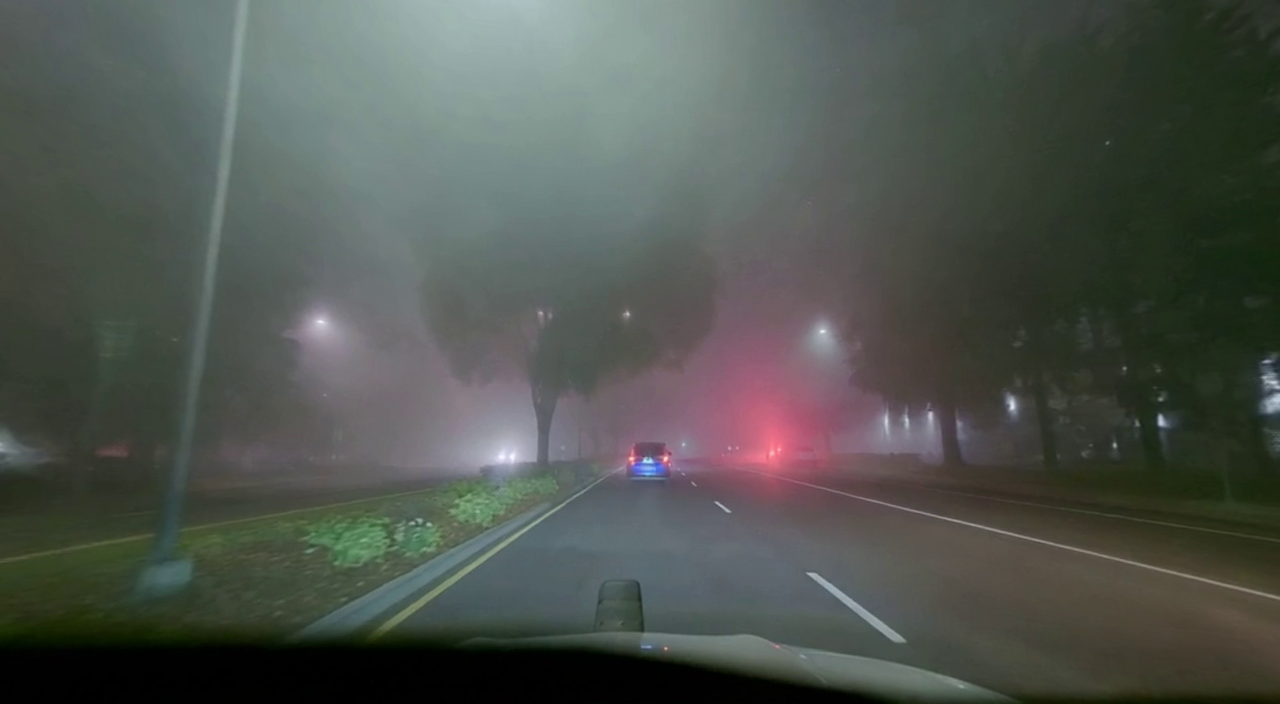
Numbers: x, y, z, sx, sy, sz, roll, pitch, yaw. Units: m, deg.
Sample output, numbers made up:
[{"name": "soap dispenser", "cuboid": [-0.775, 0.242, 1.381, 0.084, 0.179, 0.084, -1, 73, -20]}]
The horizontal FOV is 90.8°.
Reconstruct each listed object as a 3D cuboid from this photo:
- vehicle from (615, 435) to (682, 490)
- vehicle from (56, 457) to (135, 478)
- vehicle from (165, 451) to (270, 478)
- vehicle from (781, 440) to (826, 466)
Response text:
[{"name": "vehicle", "cuboid": [0.301, 3.750, 21.796, 2.085, 1.693, 4.301, 0, -8, 1]}, {"name": "vehicle", "cuboid": [-41.767, 8.828, 48.559, 4.109, 1.496, 1.929, 1, -9, -9]}, {"name": "vehicle", "cuboid": [-23.792, 6.349, 35.719, 4.490, 1.407, 1.864, 1, -8, -5]}, {"name": "vehicle", "cuboid": [12.306, 7.667, 48.009, 2.139, 1.849, 5.246, 0, -8, 2]}]
